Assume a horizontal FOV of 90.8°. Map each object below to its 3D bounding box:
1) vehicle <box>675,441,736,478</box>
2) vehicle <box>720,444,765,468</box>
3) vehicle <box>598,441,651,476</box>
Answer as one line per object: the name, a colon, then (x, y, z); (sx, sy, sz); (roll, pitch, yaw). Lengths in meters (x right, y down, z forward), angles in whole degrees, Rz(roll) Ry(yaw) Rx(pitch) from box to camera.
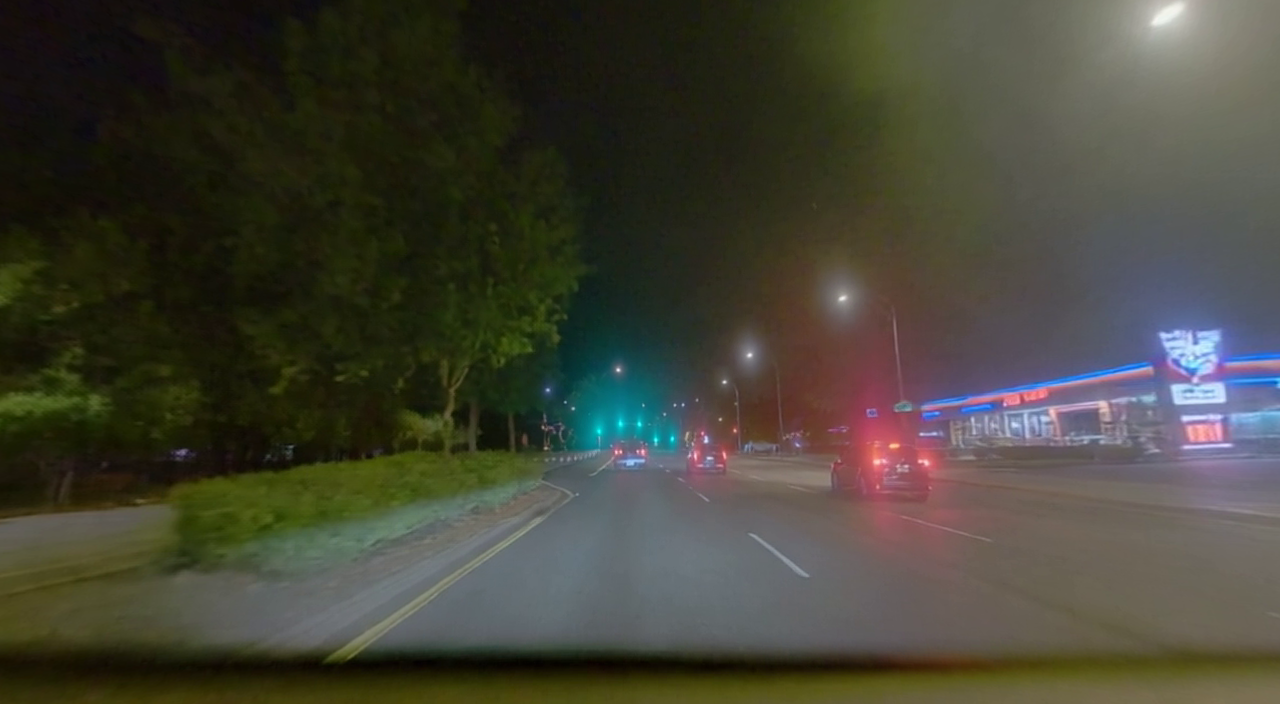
vehicle: (2.810, 4.746, 28.206); (2.057, 1.491, 4.675); (0, -8, -2)
vehicle: (6.505, 6.663, 40.654); (2.068, 1.393, 3.874); (0, -8, -3)
vehicle: (-0.680, 4.851, 28.981); (2.242, 1.474, 4.127); (0, -8, -1)
